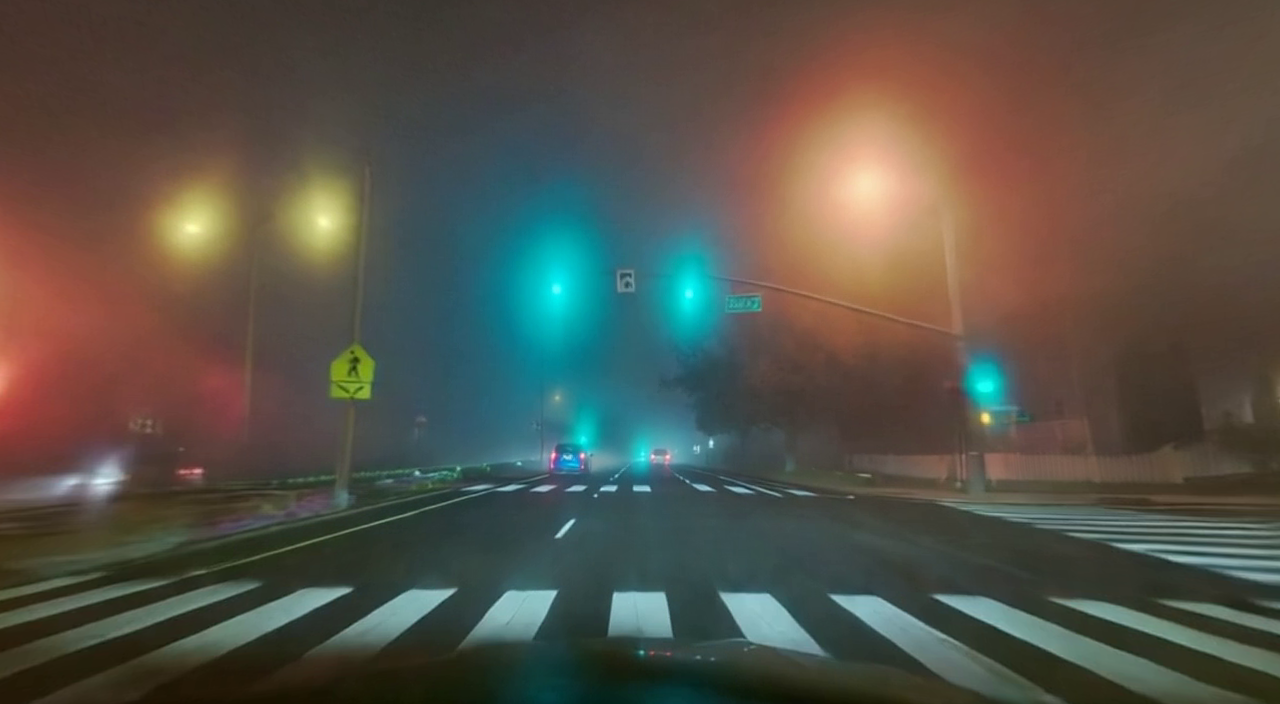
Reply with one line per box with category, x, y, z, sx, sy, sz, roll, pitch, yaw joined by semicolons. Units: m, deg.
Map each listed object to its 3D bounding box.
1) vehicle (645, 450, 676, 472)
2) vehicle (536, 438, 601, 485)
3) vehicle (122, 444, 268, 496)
vehicle;1.403;7.821;45.293;2.075;1.480;3.920;0;-9;-1
vehicle;-2.920;4.594;26.780;2.150;1.812;4.423;0;-9;1
vehicle;-15.541;4.112;22.373;1.990;1.650;4.283;0;-9;0
